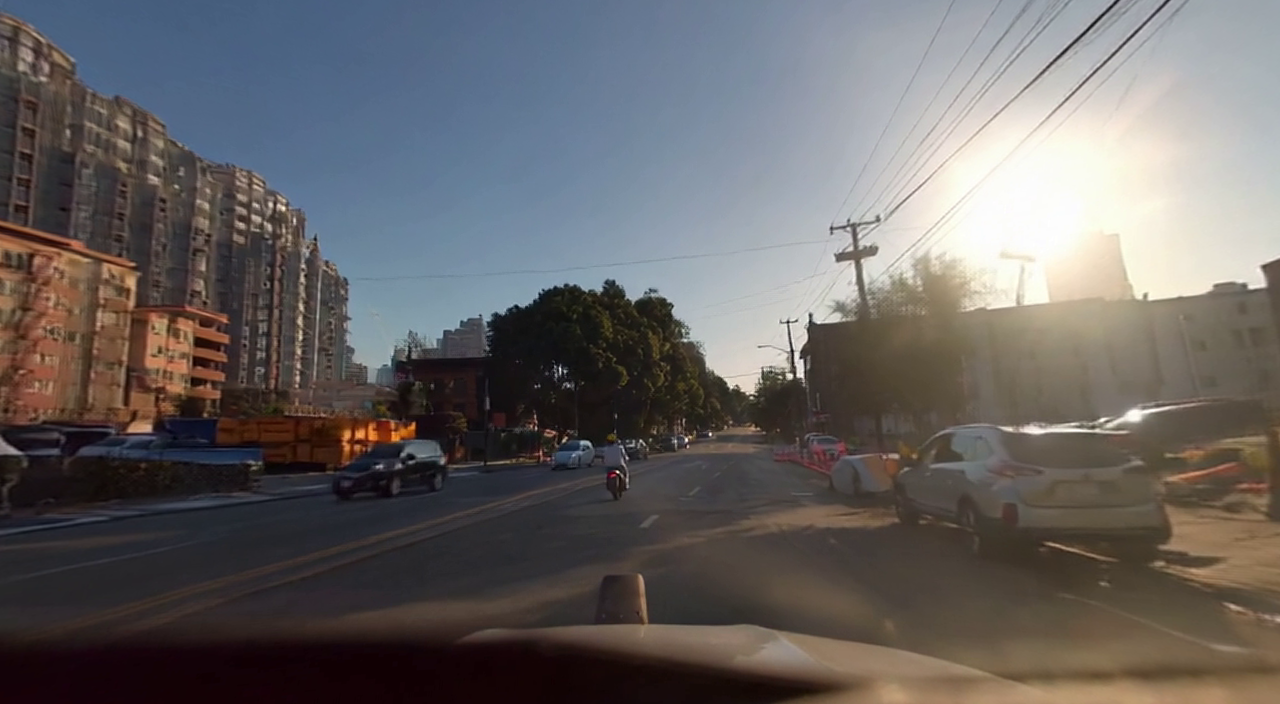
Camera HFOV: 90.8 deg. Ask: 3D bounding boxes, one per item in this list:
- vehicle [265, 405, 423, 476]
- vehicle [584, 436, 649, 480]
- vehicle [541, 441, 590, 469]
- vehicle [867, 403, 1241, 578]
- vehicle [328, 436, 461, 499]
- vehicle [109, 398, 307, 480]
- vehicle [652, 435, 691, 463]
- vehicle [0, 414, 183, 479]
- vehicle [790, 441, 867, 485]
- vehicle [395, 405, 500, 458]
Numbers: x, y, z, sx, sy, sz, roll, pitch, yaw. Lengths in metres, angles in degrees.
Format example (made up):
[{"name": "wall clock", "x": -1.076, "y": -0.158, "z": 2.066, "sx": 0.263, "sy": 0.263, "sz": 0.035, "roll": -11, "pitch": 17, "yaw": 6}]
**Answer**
[{"name": "vehicle", "x": -14.830, "y": 4.630, "z": 32.815, "sx": 2.990, "sy": 3.144, "sz": 9.080, "roll": -1, "pitch": -9, "yaw": 6}, {"name": "vehicle", "x": -0.857, "y": 4.279, "z": 25.699, "sx": 1.925, "sy": 1.602, "sz": 4.090, "roll": -1, "pitch": -9, "yaw": 9}, {"name": "vehicle", "x": -4.490, "y": 6.349, "z": 38.655, "sx": 2.105, "sy": 1.509, "sz": 4.753, "roll": -2, "pitch": -10, "yaw": 4}, {"name": "vehicle", "x": 5.331, "y": 1.854, "z": 9.421, "sx": 2.387, "sy": 1.820, "sz": 5.286, "roll": -1, "pitch": -9, "yaw": 6}, {"name": "vehicle", "x": -7.675, "y": 3.646, "z": 20.370, "sx": 2.053, "sy": 1.771, "sz": 4.684, "roll": -1, "pitch": -9, "yaw": 5}, {"name": "vehicle", "x": -20.701, "y": 4.273, "z": 31.287, "sx": 3.283, "sy": 3.441, "sz": 8.669, "roll": -1, "pitch": -8, "yaw": 4}, {"name": "vehicle", "x": 2.374, "y": 7.098, "z": 46.377, "sx": 2.295, "sy": 1.929, "sz": 5.498, "roll": -1, "pitch": -9, "yaw": 8}, {"name": "vehicle", "x": -27.154, "y": 4.732, "z": 31.763, "sx": 2.933, "sy": 2.907, "sz": 6.416, "roll": -2, "pitch": -8, "yaw": 9}, {"name": "vehicle", "x": 6.928, "y": 4.105, "z": 23.739, "sx": 1.973, "sy": 1.457, "sz": 4.522, "roll": -1, "pitch": -9, "yaw": 6}, {"name": "vehicle", "x": -13.212, "y": 5.767, "z": 44.666, "sx": 2.996, "sy": 3.170, "sz": 10.153, "roll": -4, "pitch": -9, "yaw": 8}]
